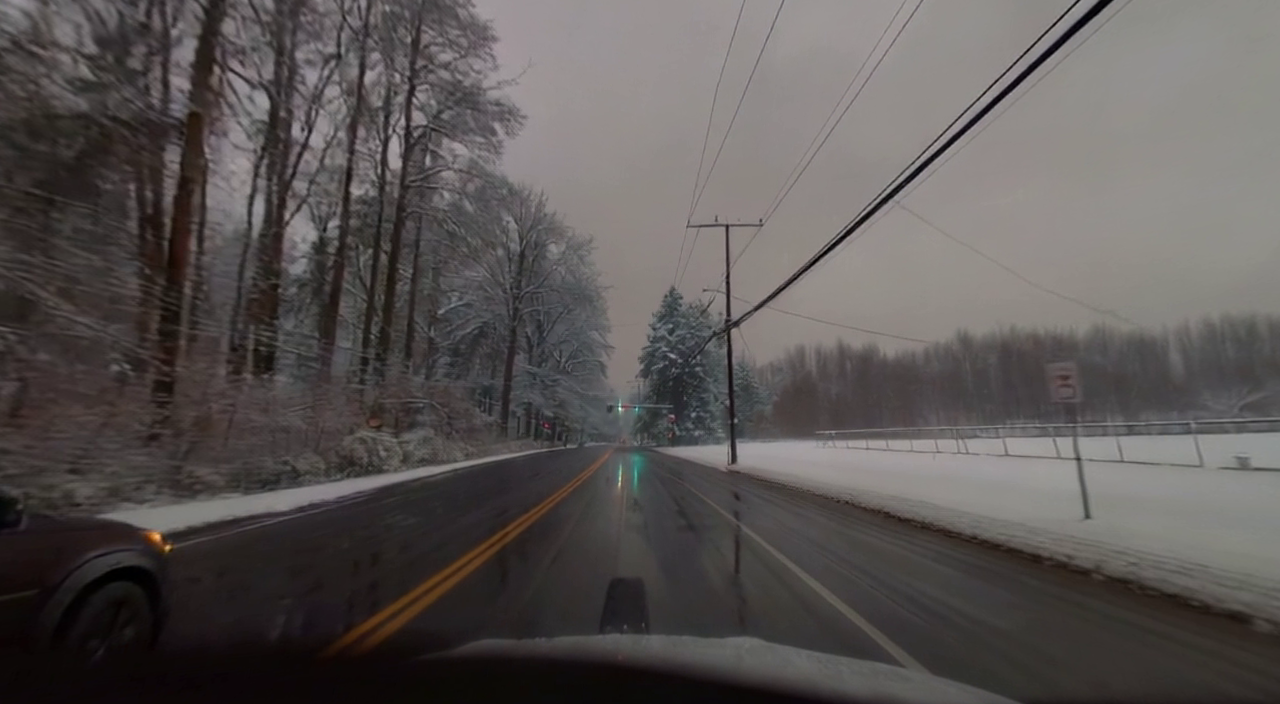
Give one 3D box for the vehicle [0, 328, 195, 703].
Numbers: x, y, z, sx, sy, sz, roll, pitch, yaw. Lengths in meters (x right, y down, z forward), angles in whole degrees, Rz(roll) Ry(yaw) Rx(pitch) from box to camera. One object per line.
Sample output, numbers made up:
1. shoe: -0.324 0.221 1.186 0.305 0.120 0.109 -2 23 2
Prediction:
1. vehicle: -3.822 0.615 1.380 2.161 1.796 4.738 0 -8 1
